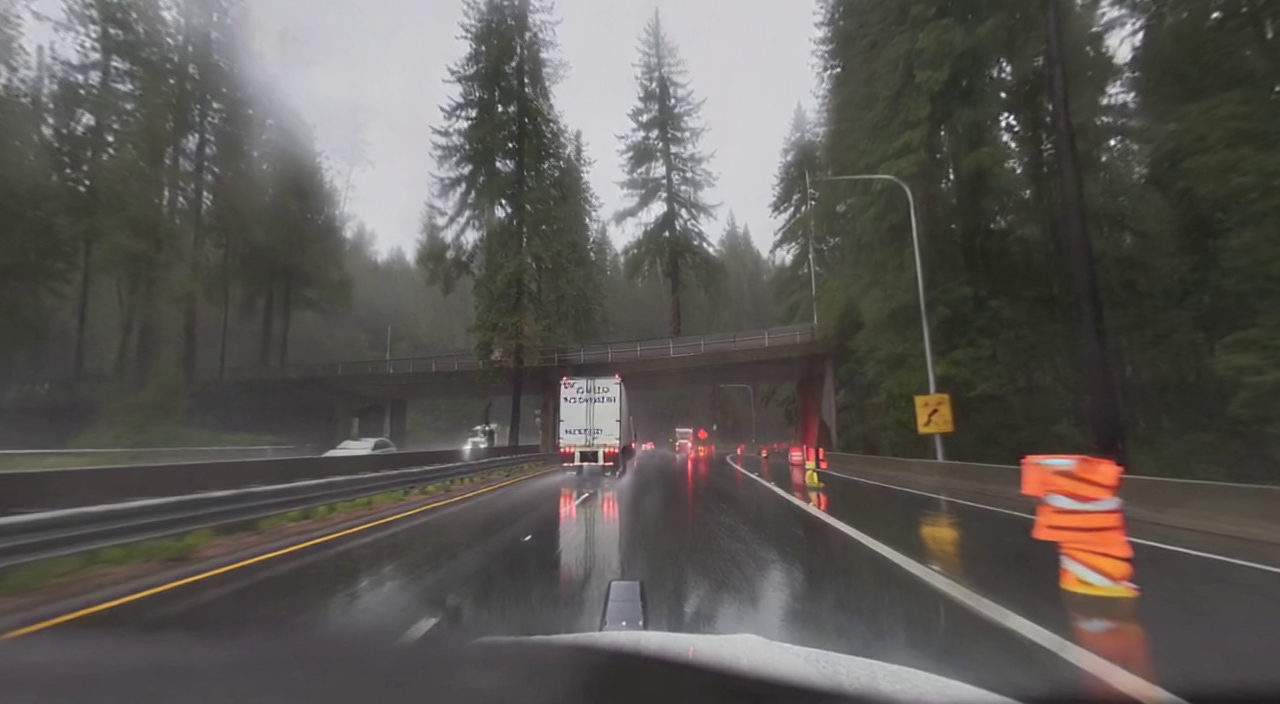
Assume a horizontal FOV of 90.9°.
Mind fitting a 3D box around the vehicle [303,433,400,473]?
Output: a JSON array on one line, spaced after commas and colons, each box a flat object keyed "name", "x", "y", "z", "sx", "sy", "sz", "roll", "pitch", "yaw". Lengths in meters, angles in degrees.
[{"name": "vehicle", "x": -13.046, "y": 4.588, "z": 28.918, "sx": 2.098, "sy": 1.657, "sz": 4.744, "roll": 0, "pitch": -8, "yaw": 1}]

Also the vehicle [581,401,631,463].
[{"name": "vehicle", "x": -2.298, "y": 6.018, "z": 46.697, "sx": 2.845, "sy": 4.049, "sz": 10.214, "roll": 0, "pitch": -8, "yaw": 1}]
